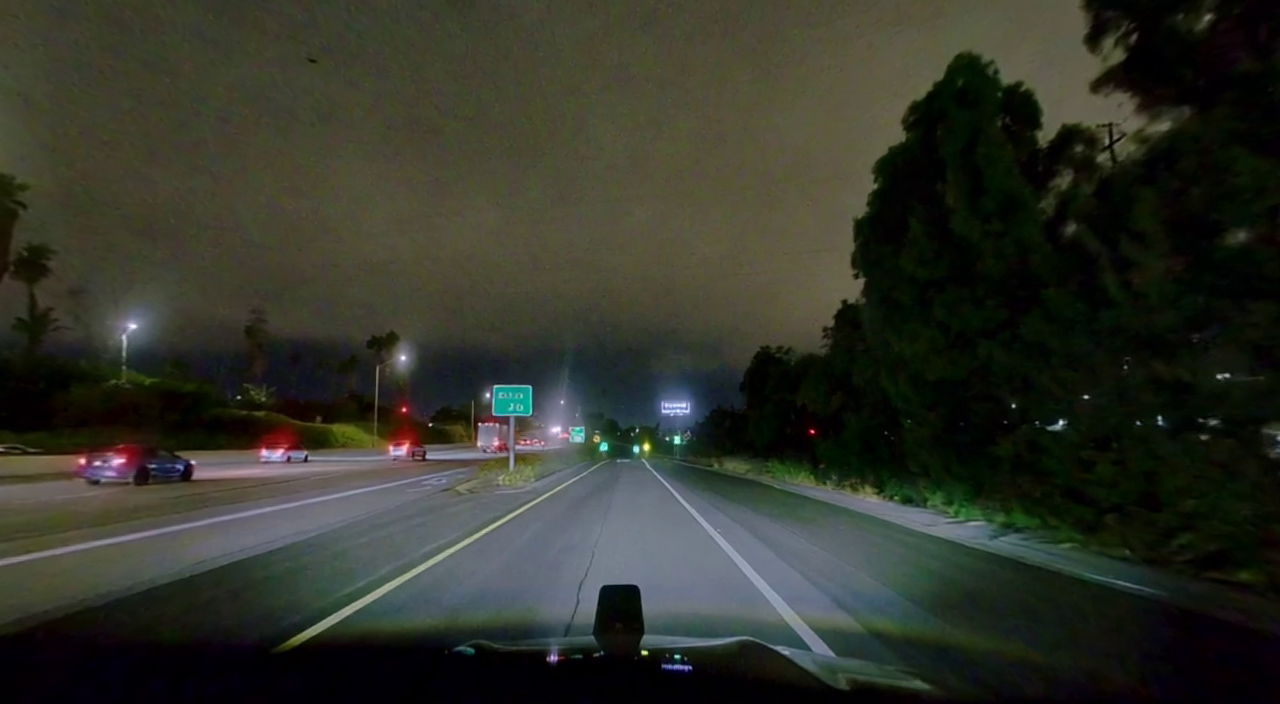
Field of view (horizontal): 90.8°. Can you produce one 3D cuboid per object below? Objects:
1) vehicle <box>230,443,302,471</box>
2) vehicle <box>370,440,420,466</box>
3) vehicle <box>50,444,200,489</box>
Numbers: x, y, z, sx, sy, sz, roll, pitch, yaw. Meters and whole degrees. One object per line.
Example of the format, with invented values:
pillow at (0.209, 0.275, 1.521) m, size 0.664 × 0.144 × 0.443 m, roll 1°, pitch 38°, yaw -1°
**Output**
vehicle at (-23.624, 6.603, 40.109) m, size 1.998 × 1.648 × 4.495 m, roll 0°, pitch -9°, yaw -4°
vehicle at (-16.202, 6.679, 41.961) m, size 1.919 × 1.658 × 4.084 m, roll 0°, pitch -9°, yaw -4°
vehicle at (-18.906, 4.195, 23.538) m, size 1.933 × 1.496 × 4.516 m, roll 0°, pitch -9°, yaw -3°
